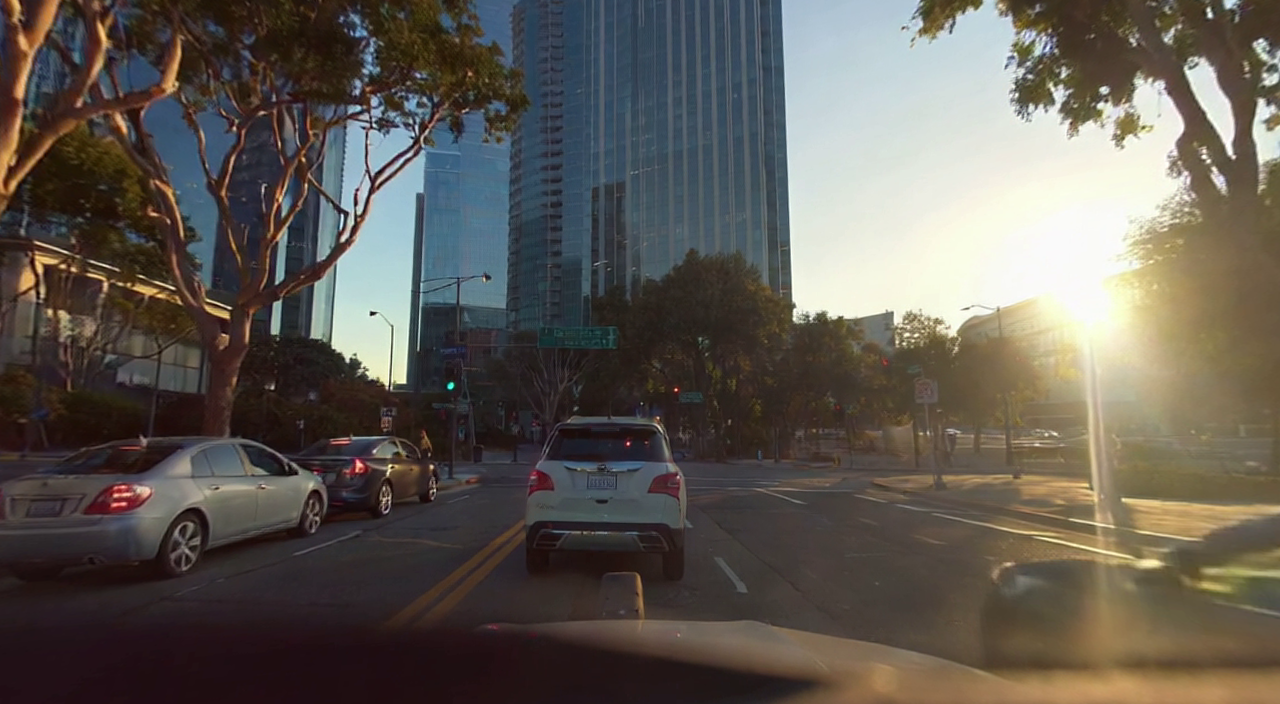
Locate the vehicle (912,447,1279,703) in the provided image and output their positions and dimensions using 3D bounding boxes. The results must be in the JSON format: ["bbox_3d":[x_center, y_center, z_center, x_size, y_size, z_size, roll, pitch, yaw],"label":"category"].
[{"bbox_3d":[2.479,0.883,1.269,1.882,1.354,4.749,0,-9,2],"label":"vehicle"}]

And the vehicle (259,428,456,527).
[{"bbox_3d":[-5.873,2.652,13.969,2.077,1.791,4.751,0,-9,1],"label":"vehicle"}]

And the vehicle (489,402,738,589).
[{"bbox_3d":[-0.228,1.599,7.785,2.258,1.687,3.934,0,-9,1],"label":"vehicle"}]

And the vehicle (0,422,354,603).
[{"bbox_3d":[-5.751,1.856,8.287,1.904,1.684,4.529,0,-9,-1],"label":"vehicle"}]
